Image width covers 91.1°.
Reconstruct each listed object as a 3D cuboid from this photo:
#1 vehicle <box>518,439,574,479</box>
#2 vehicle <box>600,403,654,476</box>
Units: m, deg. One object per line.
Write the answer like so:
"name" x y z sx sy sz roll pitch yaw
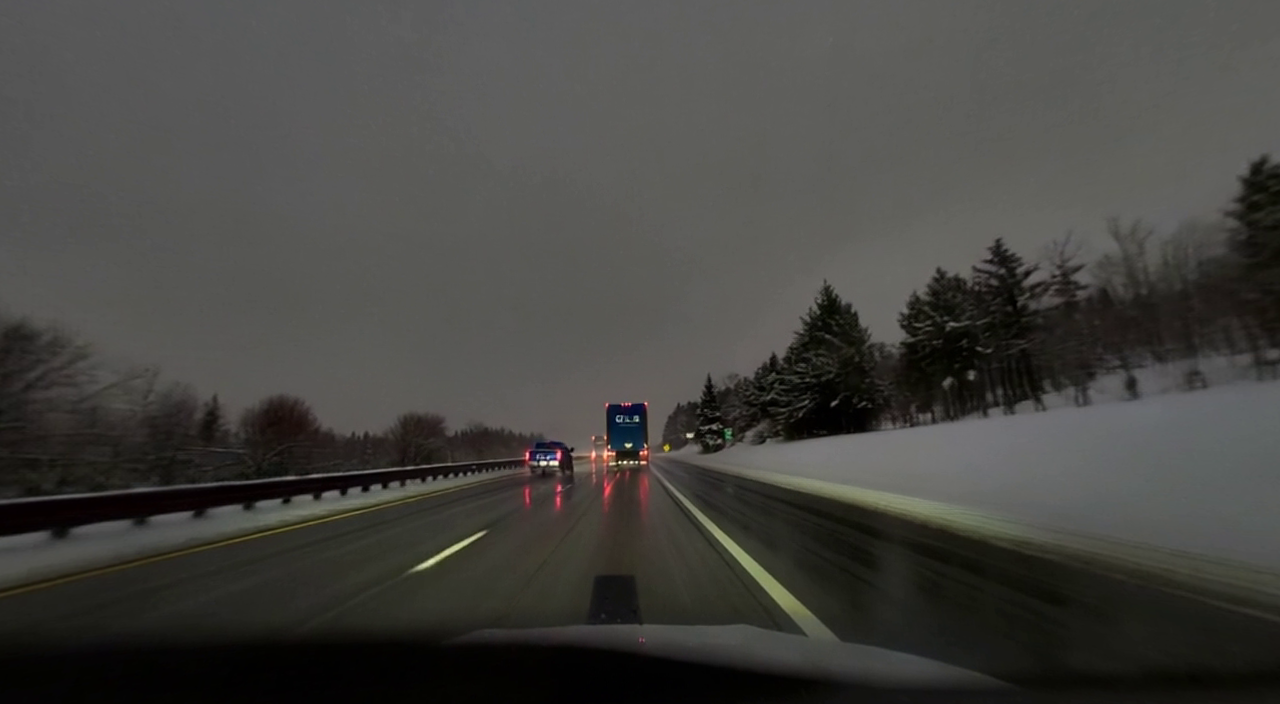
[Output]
"vehicle" -4.891 5.694 33.601 2.226 1.935 5.130 0 -9 0
"vehicle" -0.822 5.554 39.437 2.923 4.007 9.760 0 -9 -1
